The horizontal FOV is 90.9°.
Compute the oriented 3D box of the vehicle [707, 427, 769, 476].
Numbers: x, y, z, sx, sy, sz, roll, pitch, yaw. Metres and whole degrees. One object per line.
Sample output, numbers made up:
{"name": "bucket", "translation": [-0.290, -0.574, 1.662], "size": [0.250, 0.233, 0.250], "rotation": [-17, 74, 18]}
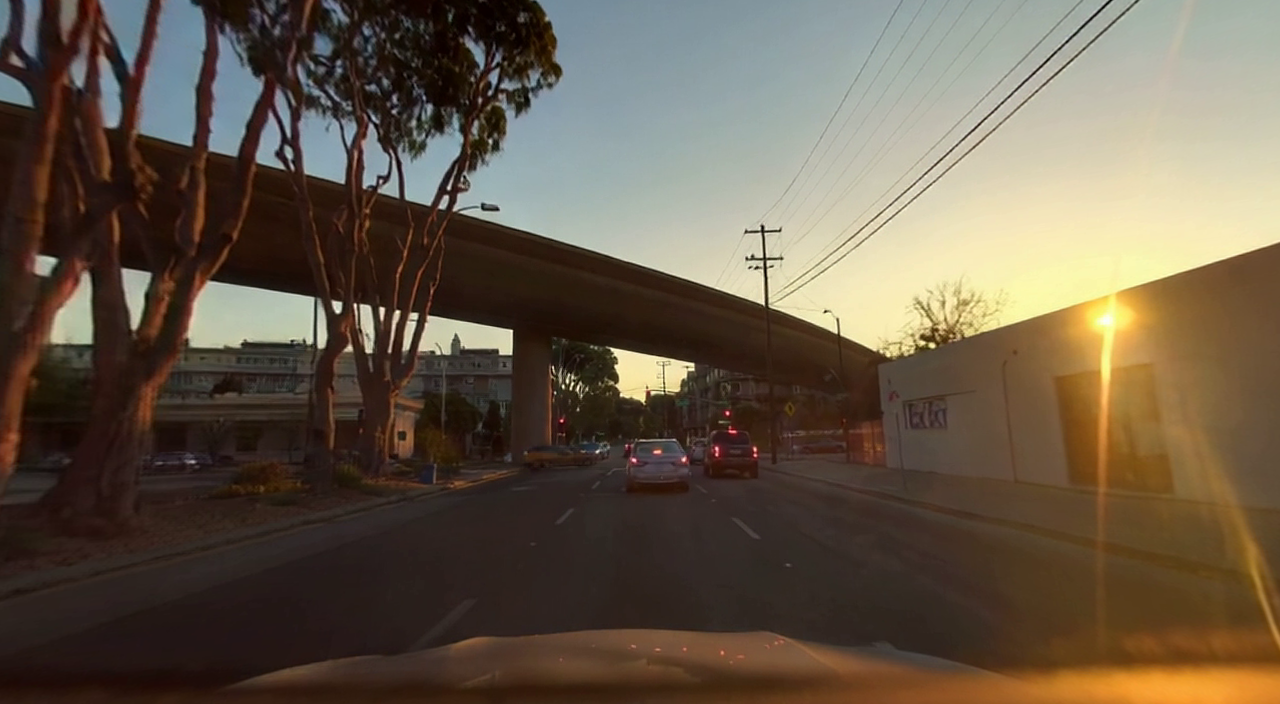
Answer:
{"name": "vehicle", "translation": [4.296, 4.460, 28.358], "size": [2.080, 1.999, 4.379], "rotation": [0, -8, 1]}

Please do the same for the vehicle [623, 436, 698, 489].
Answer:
{"name": "vehicle", "translation": [0.580, 3.433, 19.905], "size": [2.101, 1.467, 4.210], "rotation": [0, -8, 0]}

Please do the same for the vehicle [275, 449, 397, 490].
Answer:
{"name": "vehicle", "translation": [-13.484, 5.178, 28.263], "size": [1.832, 1.611, 4.546], "rotation": [-6, -10, 34]}

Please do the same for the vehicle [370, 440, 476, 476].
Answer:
{"name": "vehicle", "translation": [-12.547, 6.148, 36.931], "size": [2.322, 1.916, 5.640], "rotation": [-5, -10, 31]}

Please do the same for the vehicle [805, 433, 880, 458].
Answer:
{"name": "vehicle", "translation": [14.526, 6.701, 45.378], "size": [4.698, 1.736, 1.945], "rotation": [1, -8, -7]}

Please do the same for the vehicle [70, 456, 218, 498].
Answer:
{"name": "vehicle", "translation": [-20.111, 5.037, 25.769], "size": [1.873, 1.462, 4.283], "rotation": [-5, -10, 31]}

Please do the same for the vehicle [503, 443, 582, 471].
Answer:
{"name": "vehicle", "translation": [-5.691, 6.140, 37.154], "size": [4.302, 1.543, 1.860], "rotation": [7, -11, -42]}
